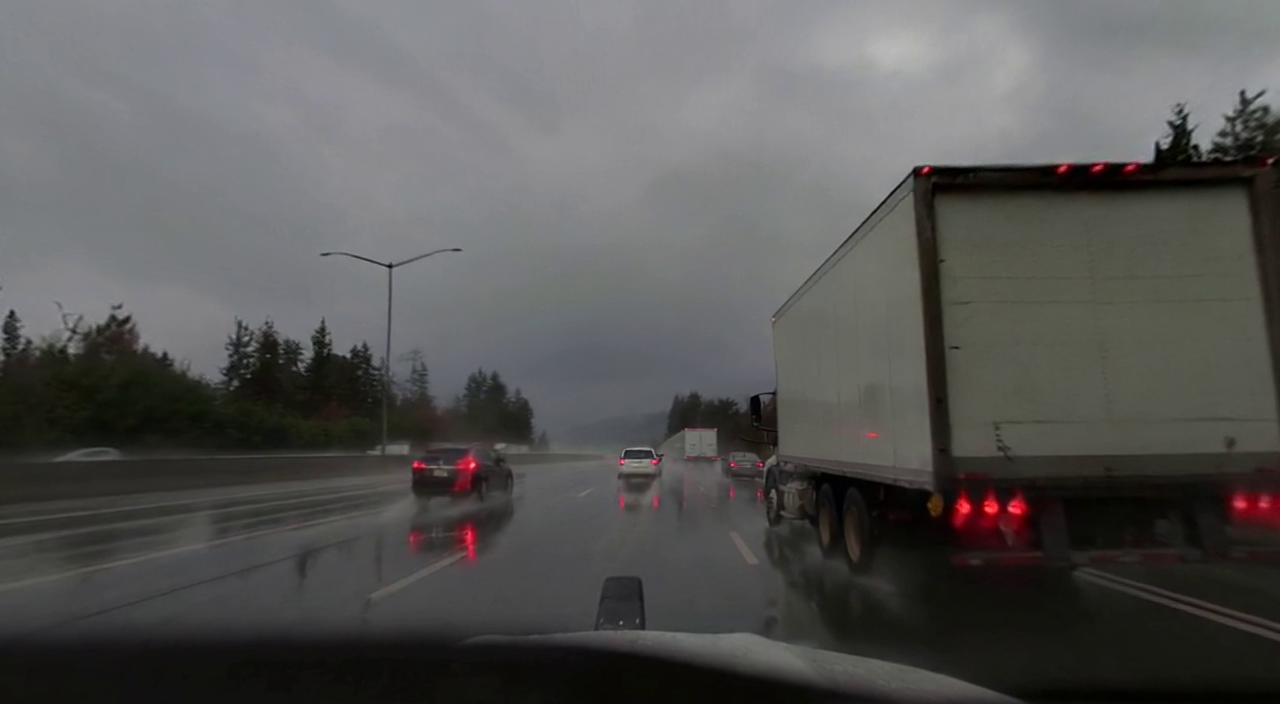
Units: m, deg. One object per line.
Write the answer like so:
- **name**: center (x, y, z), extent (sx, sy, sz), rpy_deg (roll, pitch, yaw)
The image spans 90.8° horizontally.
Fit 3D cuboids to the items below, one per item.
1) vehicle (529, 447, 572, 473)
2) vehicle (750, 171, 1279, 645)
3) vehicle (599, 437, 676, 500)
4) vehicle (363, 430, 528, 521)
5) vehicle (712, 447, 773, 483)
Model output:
- **vehicle**: center (-5.910, 7.133, 42.130), extent (1.958, 1.633, 4.568), rpy_deg (0, -9, 3)
- **vehicle**: center (3.715, 0.965, 9.007), extent (2.836, 3.508, 8.723), rpy_deg (0, -9, 1)
- **vehicle**: center (0.040, 3.525, 19.569), extent (2.103, 1.717, 4.399), rpy_deg (0, -9, 3)
- **vehicle**: center (-4.110, 2.684, 14.378), extent (1.988, 1.696, 4.754), rpy_deg (0, -9, 4)
- **vehicle**: center (4.660, 5.201, 29.472), extent (2.146, 1.482, 4.665), rpy_deg (0, -8, 1)
